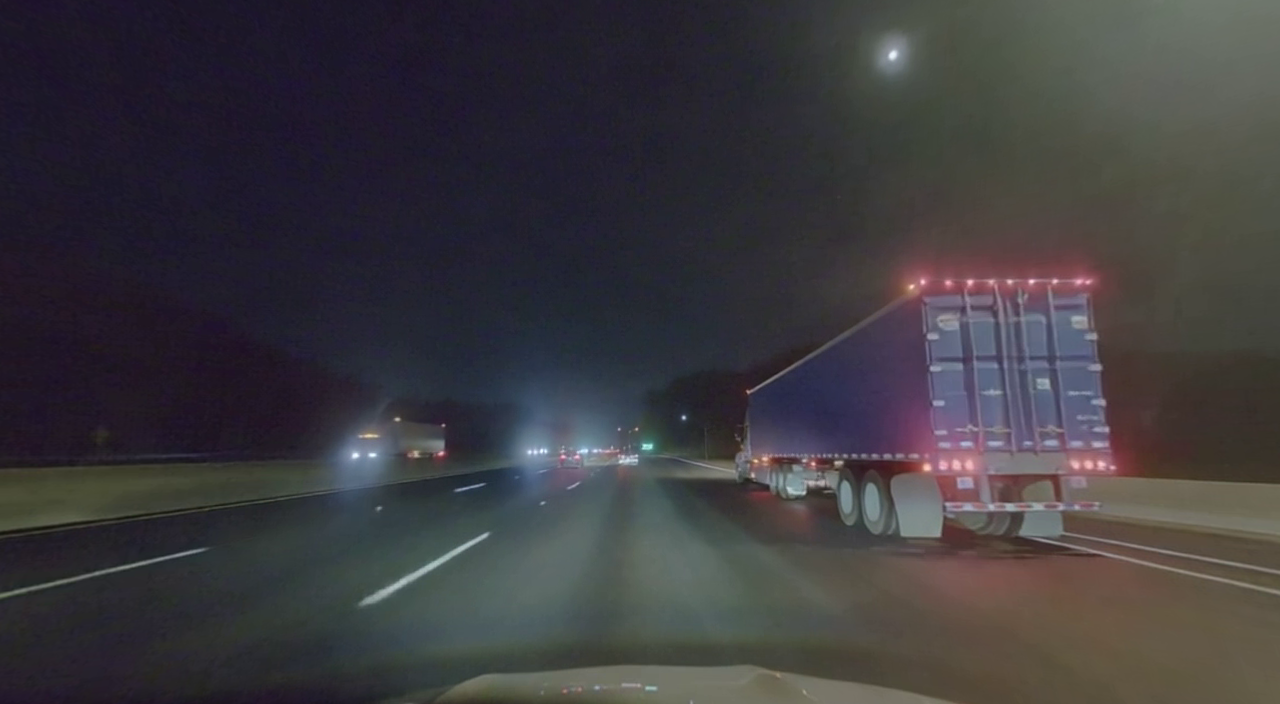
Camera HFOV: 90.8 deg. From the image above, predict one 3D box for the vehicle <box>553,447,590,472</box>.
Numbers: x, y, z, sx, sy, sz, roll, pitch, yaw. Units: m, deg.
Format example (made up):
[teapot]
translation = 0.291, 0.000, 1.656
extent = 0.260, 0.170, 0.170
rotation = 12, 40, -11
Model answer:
[vehicle]
translation = -4.657, 7.401, 43.631
extent = 2.108, 1.573, 5.000
rotation = 0, -9, -1
